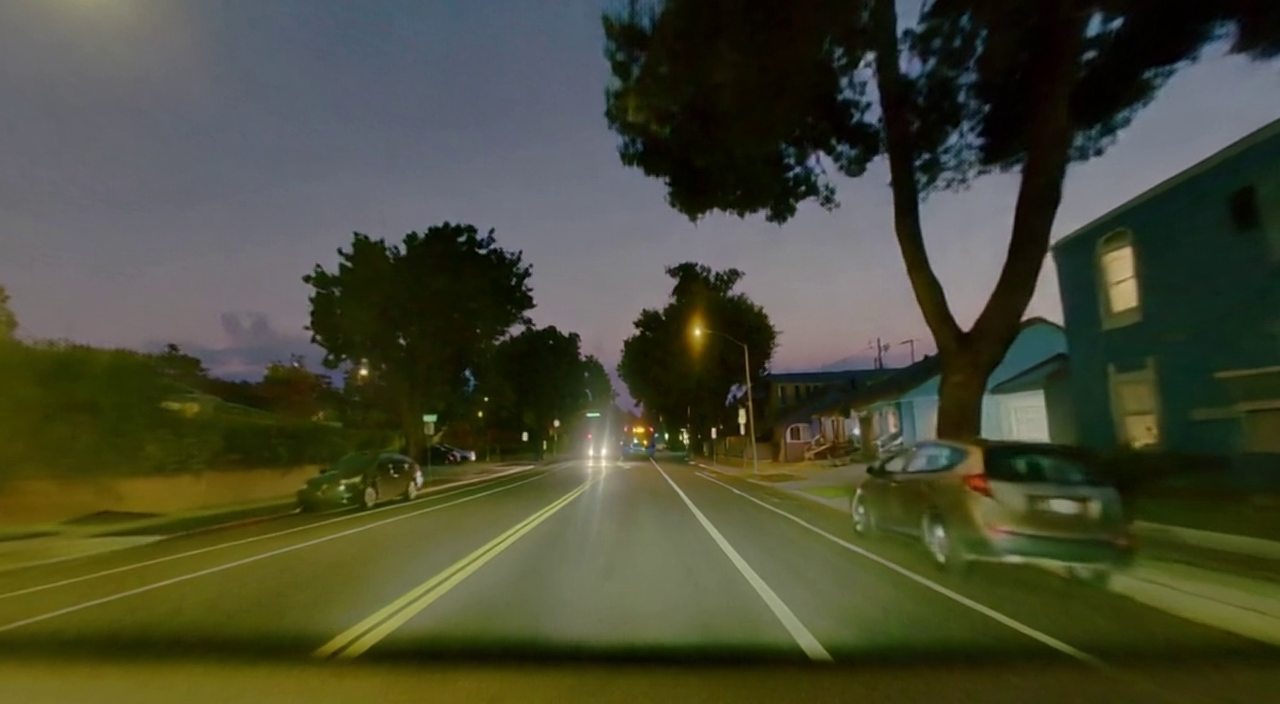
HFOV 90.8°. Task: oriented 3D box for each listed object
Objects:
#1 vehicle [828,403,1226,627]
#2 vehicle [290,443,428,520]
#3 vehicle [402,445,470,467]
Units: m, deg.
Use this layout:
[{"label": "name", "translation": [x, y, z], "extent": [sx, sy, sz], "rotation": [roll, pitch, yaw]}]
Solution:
[{"label": "vehicle", "translation": [4.248, 1.836, 8.204], "extent": [2.060, 1.833, 4.927], "rotation": [5, -9, 0]}, {"label": "vehicle", "translation": [-7.843, 3.583, 18.152], "extent": [1.898, 1.755, 4.603], "rotation": [-5, -8, -1]}, {"label": "vehicle", "translation": [-15.412, 7.861, 47.812], "extent": [4.481, 1.591, 1.807], "rotation": [0, -8, -1]}]
